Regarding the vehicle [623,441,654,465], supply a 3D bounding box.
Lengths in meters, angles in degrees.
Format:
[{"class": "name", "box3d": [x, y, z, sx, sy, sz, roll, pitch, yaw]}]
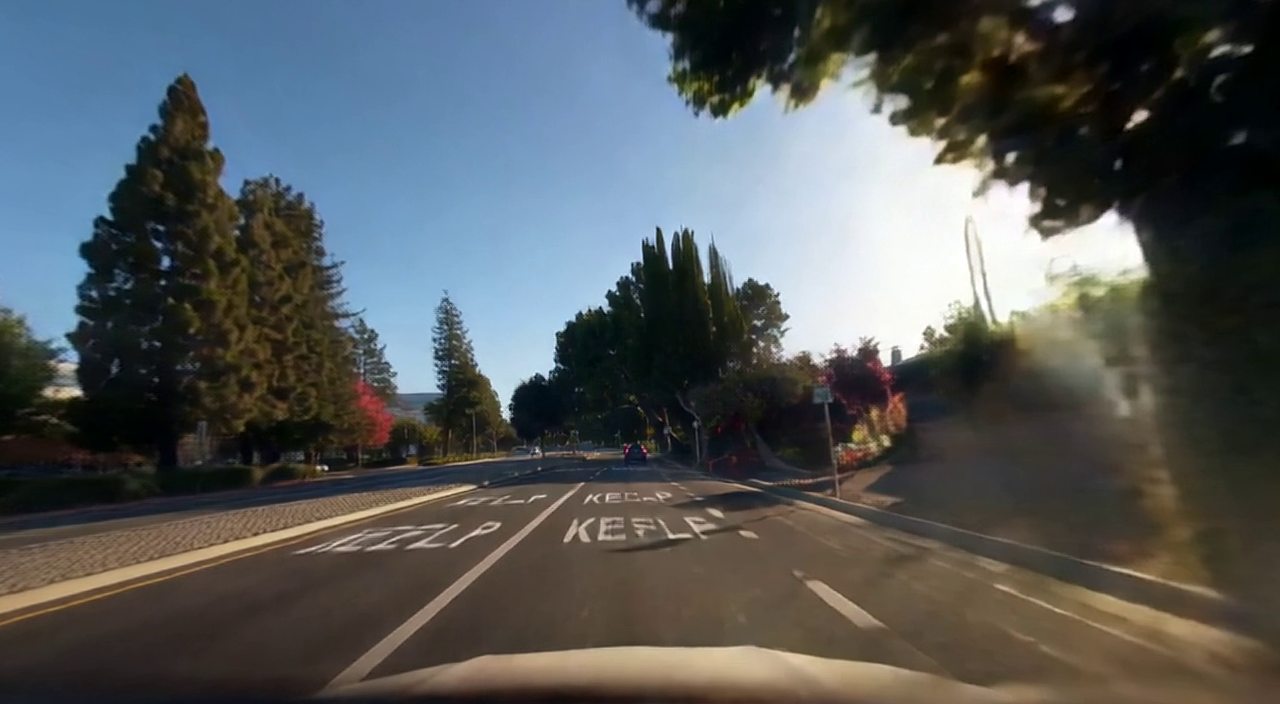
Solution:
[{"class": "vehicle", "box3d": [-0.102, 7.009, 43.997, 2.045, 1.613, 4.210, 0, -8, 0]}]
